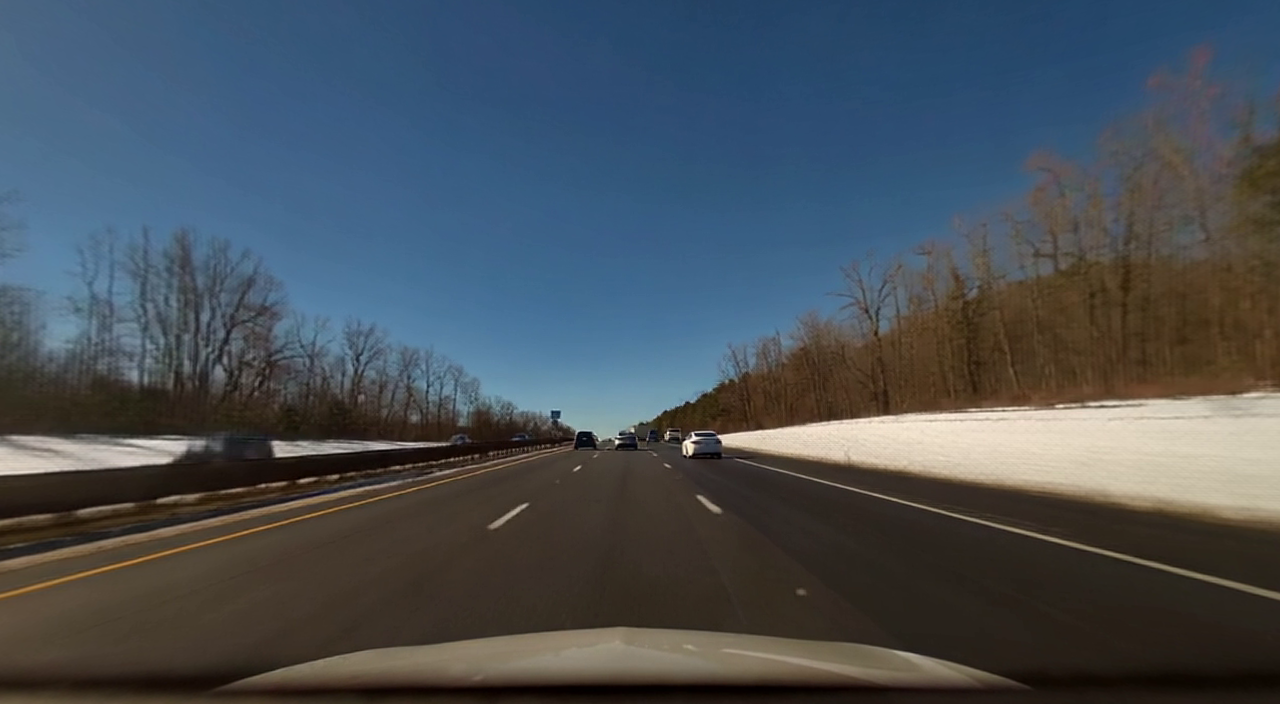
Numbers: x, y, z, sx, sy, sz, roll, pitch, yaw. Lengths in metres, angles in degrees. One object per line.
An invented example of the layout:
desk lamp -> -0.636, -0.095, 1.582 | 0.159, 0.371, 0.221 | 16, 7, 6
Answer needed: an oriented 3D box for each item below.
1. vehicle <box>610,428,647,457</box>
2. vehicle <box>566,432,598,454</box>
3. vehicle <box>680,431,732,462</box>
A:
vehicle -> -0.706, 5.555, 38.730 | 2.182, 1.680, 4.253 | 0, -8, -1
vehicle -> -4.099, 6.497, 45.034 | 2.041, 1.546, 4.080 | 0, -8, -1
vehicle -> 3.354, 4.879, 32.795 | 2.056, 1.479, 4.660 | 0, -8, -2
